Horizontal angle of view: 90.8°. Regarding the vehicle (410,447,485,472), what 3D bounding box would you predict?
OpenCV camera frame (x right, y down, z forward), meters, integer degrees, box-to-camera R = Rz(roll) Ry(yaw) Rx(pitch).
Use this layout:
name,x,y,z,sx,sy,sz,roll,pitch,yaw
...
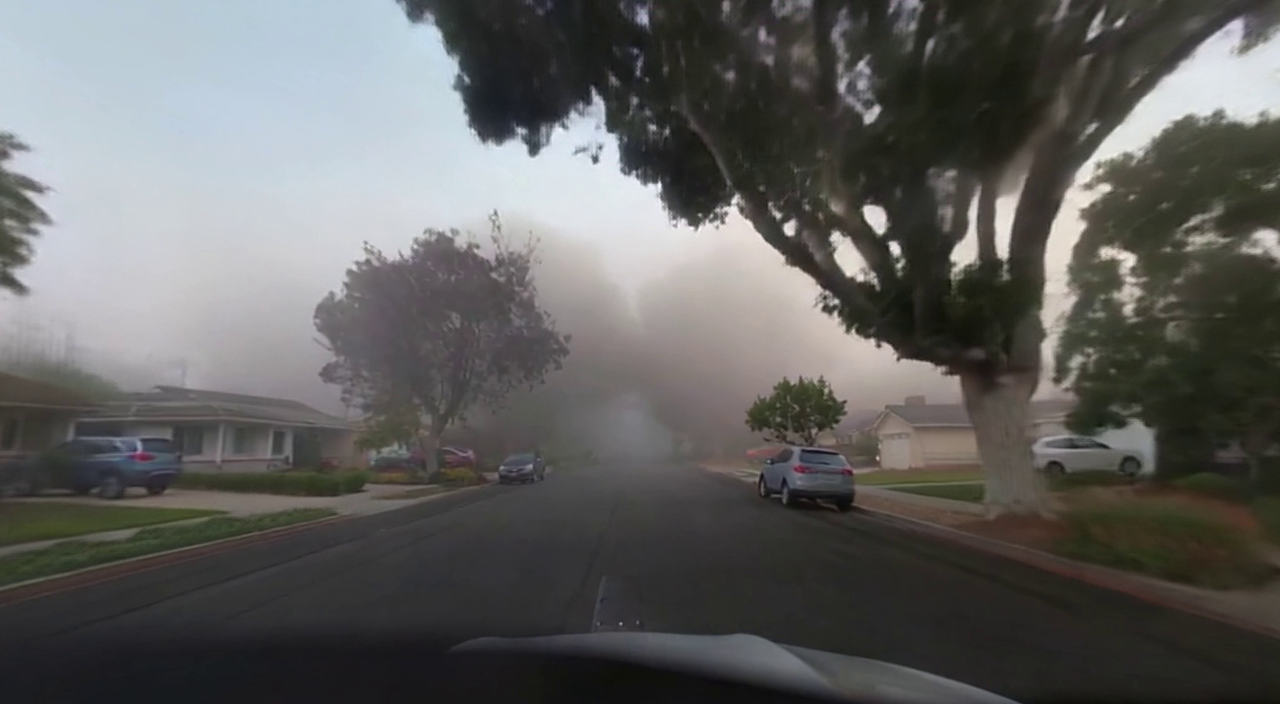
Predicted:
name,x,y,z,sx,sy,sz,roll,pitch,yaw
vehicle,-12.329,6.920,40.669,4.135,1.567,1.944,0,-9,2

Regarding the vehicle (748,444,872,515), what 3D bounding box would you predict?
name,x,y,z,sx,sy,sz,roll,pitch,yaw
vehicle,4.211,3.208,16.484,1.996,1.585,4.371,0,-9,0

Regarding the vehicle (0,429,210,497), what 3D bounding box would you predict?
name,x,y,z,sx,sy,sz,roll,pitch,yaw
vehicle,-15.112,3.077,17.679,4.530,1.777,2.107,0,-9,-2

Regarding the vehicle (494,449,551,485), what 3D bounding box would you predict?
name,x,y,z,sx,sy,sz,roll,pitch,yaw
vehicle,-5.793,5.704,31.637,1.944,1.621,4.187,-1,-9,1
